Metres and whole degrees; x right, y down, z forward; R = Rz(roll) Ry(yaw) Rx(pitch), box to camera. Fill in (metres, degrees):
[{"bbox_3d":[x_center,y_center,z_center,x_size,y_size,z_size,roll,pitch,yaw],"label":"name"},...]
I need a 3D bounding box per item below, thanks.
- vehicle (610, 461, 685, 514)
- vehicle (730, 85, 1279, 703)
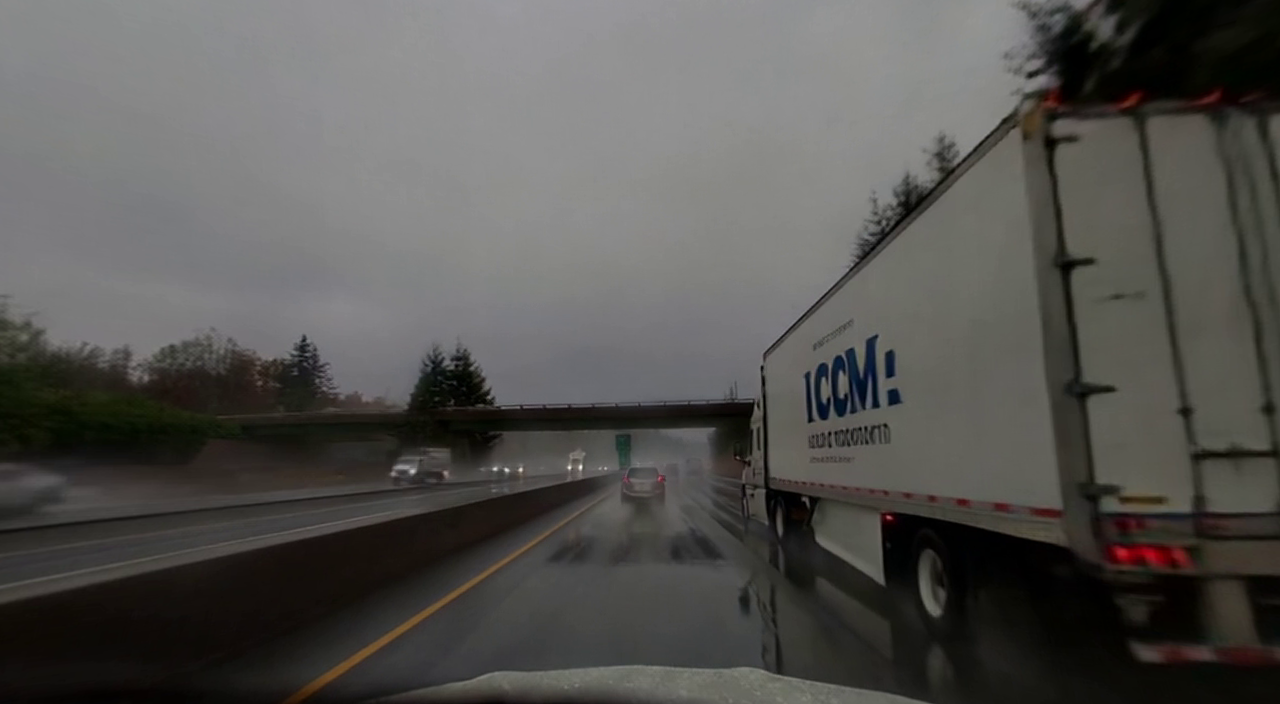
[{"bbox_3d":[0.226,4.231,19.873,2.156,1.444,3.762,1,-11,0],"label":"vehicle"},{"bbox_3d":[4.430,1.739,12.132,2.964,4.188,16.587,1,-11,0],"label":"vehicle"}]
